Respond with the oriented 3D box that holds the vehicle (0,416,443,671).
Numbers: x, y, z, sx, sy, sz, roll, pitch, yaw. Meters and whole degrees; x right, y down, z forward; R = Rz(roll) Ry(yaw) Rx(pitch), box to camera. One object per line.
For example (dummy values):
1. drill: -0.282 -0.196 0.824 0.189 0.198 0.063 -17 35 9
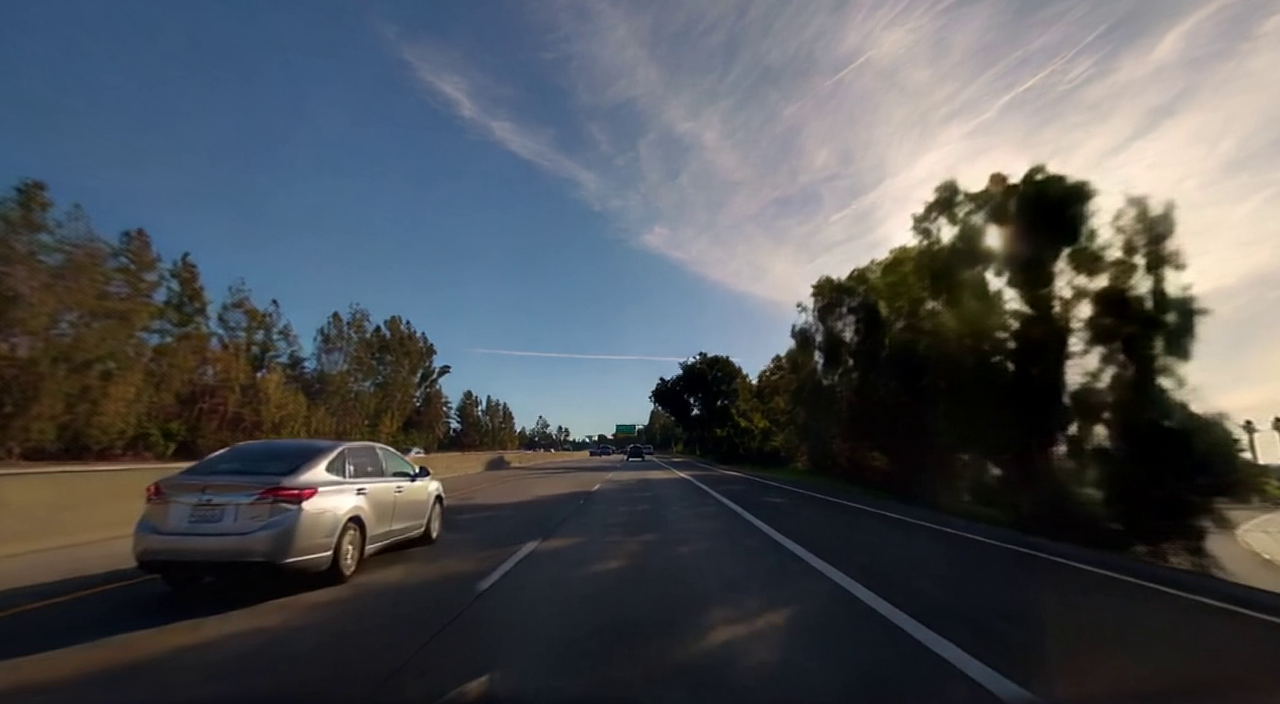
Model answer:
1. vehicle: -3.817 1.532 6.326 2.092 1.562 4.748 0 -8 1
